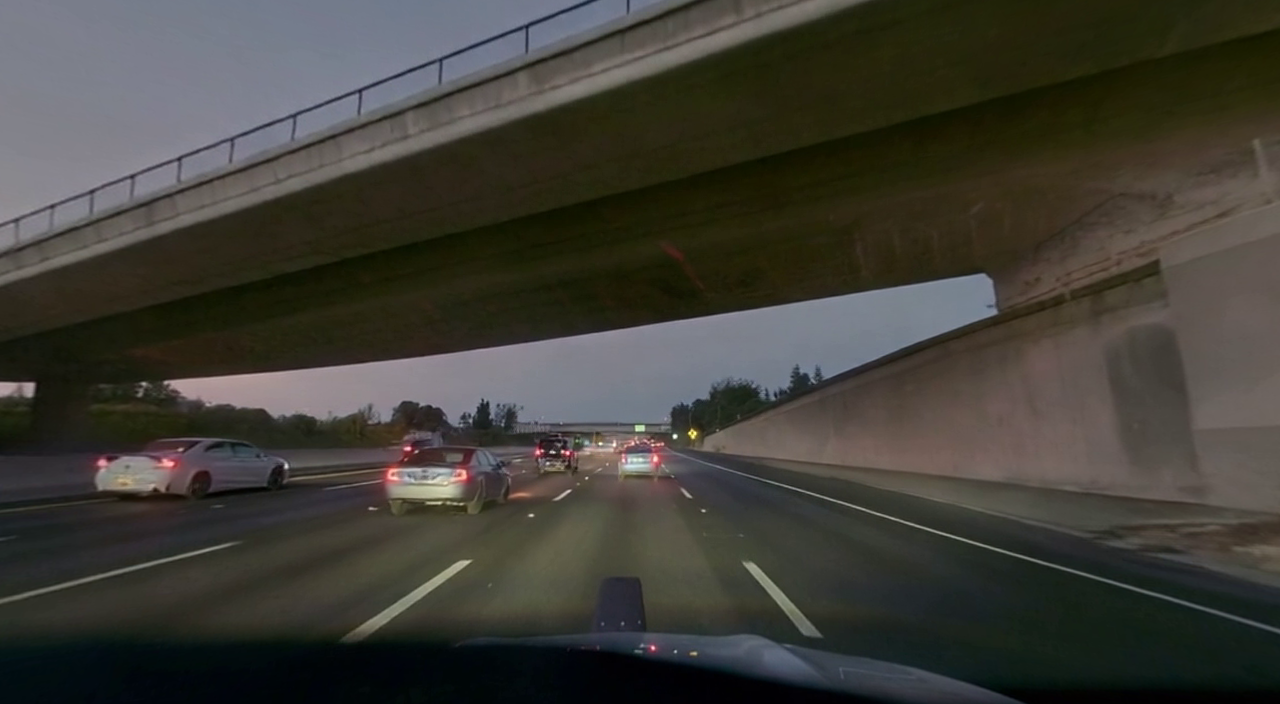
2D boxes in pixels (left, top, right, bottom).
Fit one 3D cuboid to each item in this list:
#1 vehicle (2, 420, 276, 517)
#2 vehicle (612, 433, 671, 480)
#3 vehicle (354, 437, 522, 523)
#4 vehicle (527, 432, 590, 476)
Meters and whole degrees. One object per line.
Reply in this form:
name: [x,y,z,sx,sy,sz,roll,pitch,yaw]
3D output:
vehicle: [-10.994,2.577,14.480,2.119,1.816,5.019,0,-8,0]
vehicle: [0.049,4.146,25.206,2.160,1.678,4.178,0,-8,0]
vehicle: [-3.981,2.580,13.323,1.997,1.490,4.471,0,-8,1]
vehicle: [-3.663,4.668,29.069,2.237,1.841,4.683,0,-8,1]
